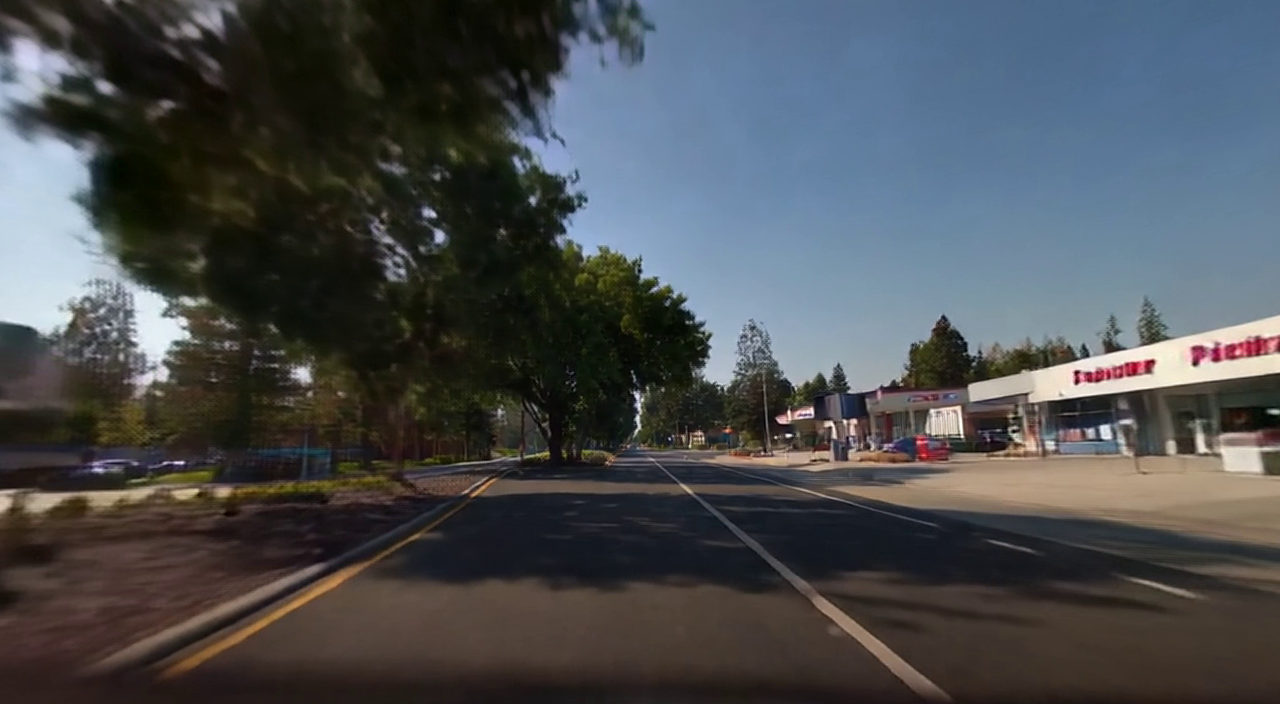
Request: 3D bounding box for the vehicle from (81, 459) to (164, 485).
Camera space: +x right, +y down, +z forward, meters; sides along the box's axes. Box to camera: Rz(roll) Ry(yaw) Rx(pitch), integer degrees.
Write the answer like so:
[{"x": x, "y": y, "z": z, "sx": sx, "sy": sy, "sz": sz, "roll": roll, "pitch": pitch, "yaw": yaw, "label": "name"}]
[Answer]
[{"x": -37.290, "y": 8.650, "z": 45.583, "sx": 4.316, "sy": 1.603, "sz": 1.815, "roll": -2, "pitch": -9, "yaw": -2, "label": "vehicle"}]
